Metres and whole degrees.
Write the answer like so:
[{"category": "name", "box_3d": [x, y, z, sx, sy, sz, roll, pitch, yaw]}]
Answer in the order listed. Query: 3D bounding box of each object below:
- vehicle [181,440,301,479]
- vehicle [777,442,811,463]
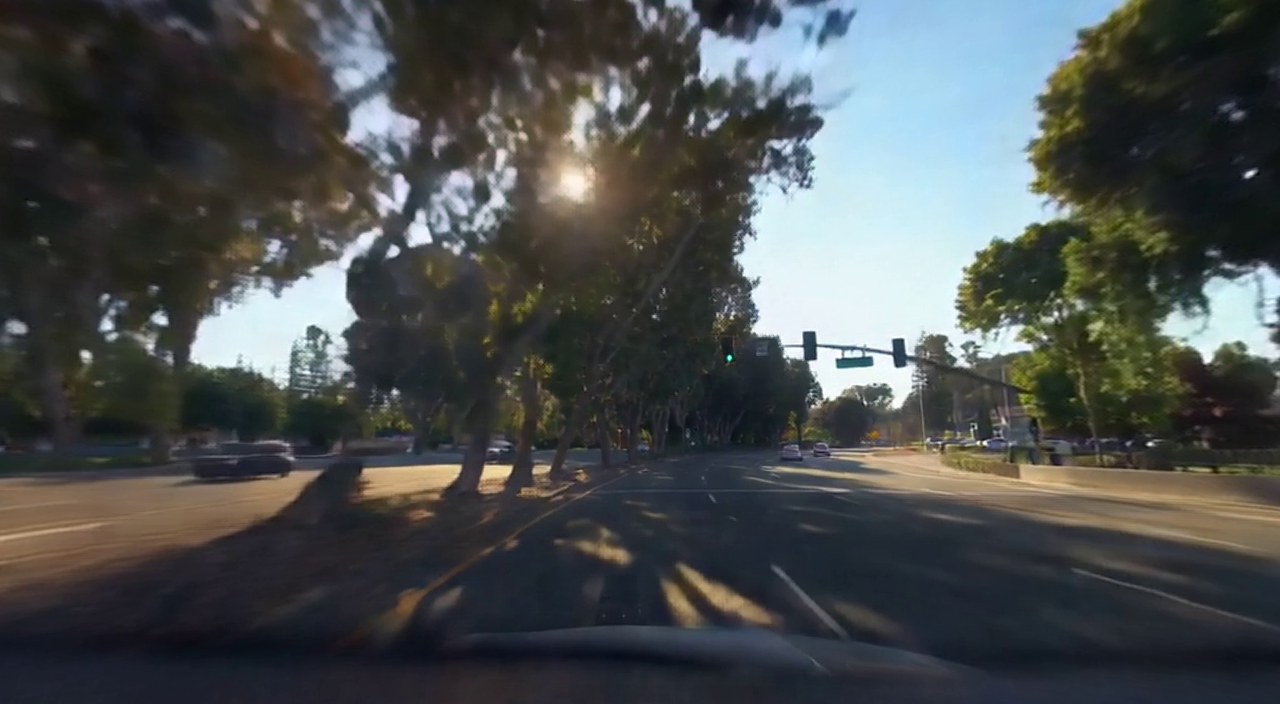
[{"category": "vehicle", "box_3d": [-18.550, 4.987, 29.731, 1.988, 1.657, 4.909, -1, -8, 8]}, {"category": "vehicle", "box_3d": [11.228, 7.357, 46.234, 1.988, 1.460, 3.996, -1, -8, 9]}]
